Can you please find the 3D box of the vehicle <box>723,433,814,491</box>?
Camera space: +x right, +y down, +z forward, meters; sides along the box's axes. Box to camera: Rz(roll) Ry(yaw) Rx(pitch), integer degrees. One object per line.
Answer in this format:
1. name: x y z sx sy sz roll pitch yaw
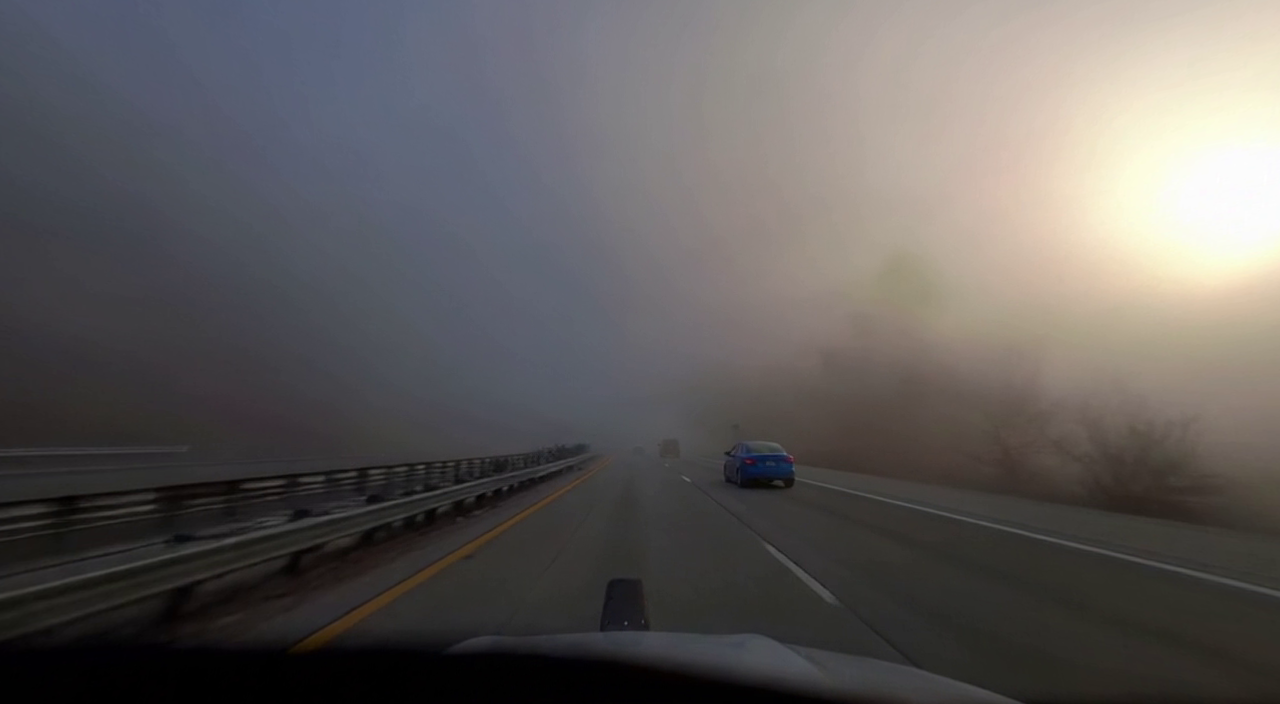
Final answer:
1. vehicle: 3.717 3.232 18.822 1.945 1.538 3.729 0 -8 0
